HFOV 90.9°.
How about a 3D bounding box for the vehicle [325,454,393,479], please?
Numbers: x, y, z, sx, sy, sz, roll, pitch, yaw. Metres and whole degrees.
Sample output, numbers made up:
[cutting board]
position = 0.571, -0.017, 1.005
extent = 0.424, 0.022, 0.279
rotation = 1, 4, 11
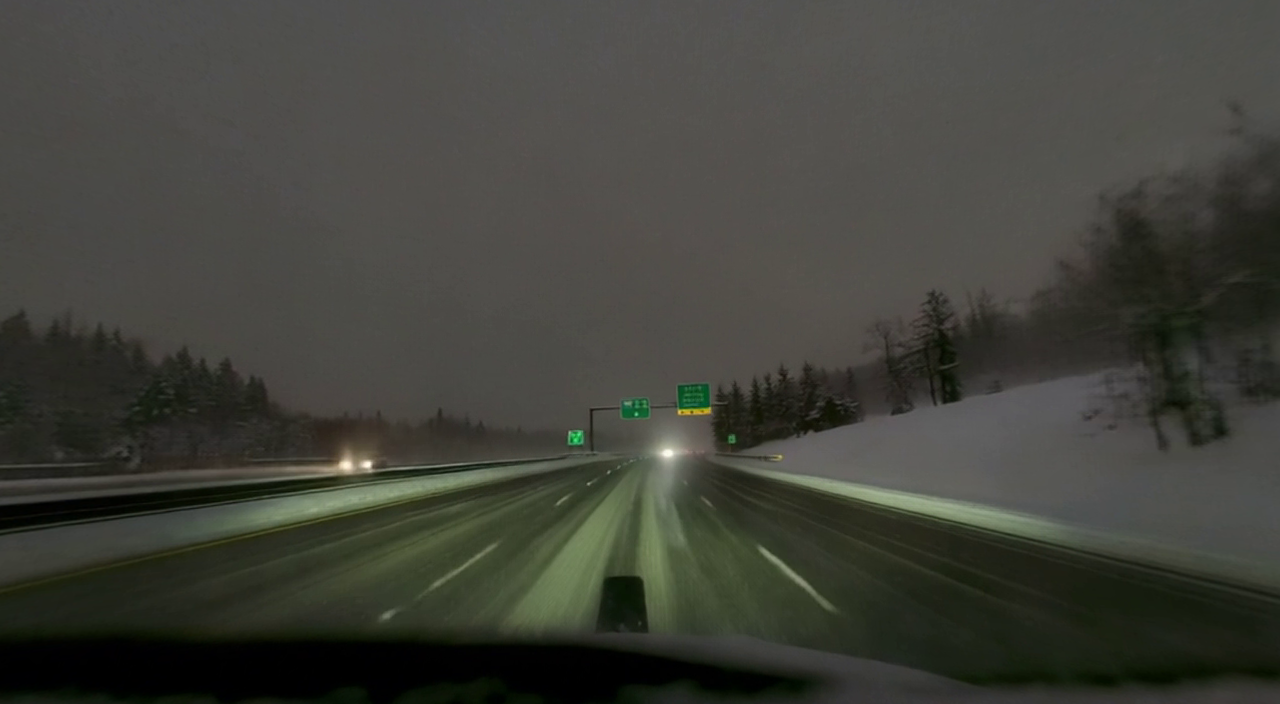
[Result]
[vehicle]
position = -17.469, 7.114, 39.398
extent = 2.086, 1.437, 4.431
rotation = 0, -9, 2
